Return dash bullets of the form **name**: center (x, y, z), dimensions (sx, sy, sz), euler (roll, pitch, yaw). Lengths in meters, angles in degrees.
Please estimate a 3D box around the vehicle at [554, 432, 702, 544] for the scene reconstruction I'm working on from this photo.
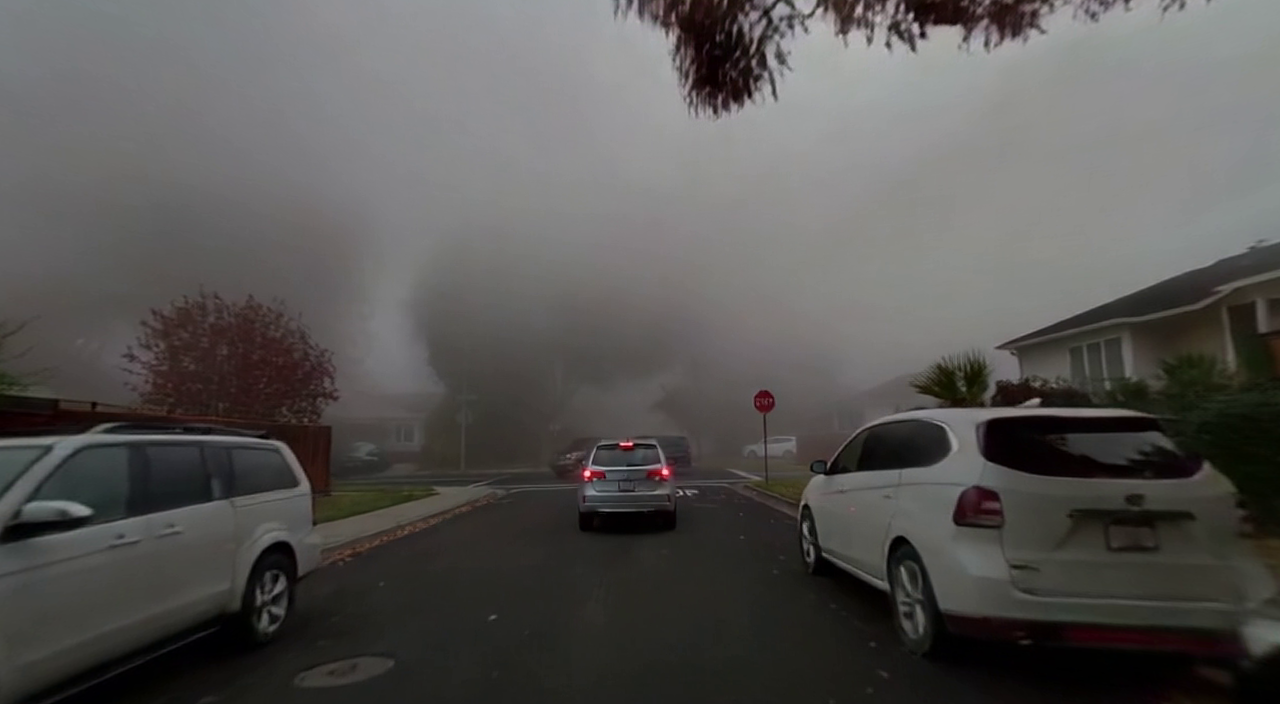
- **vehicle**: center (-0.152, 2.165, 10.659), dimensions (2.010, 1.499, 4.107), euler (0, -9, 0)

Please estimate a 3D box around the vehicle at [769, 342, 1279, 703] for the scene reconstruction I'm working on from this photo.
- **vehicle**: center (2.596, 1.209, 4.999), dimensions (2.179, 1.813, 4.815), euler (0, -8, 1)

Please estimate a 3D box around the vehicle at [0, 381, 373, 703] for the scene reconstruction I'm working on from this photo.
- **vehicle**: center (-3.377, 1.118, 3.494), dimensions (1.965, 1.657, 4.104), euler (0, -8, 0)
